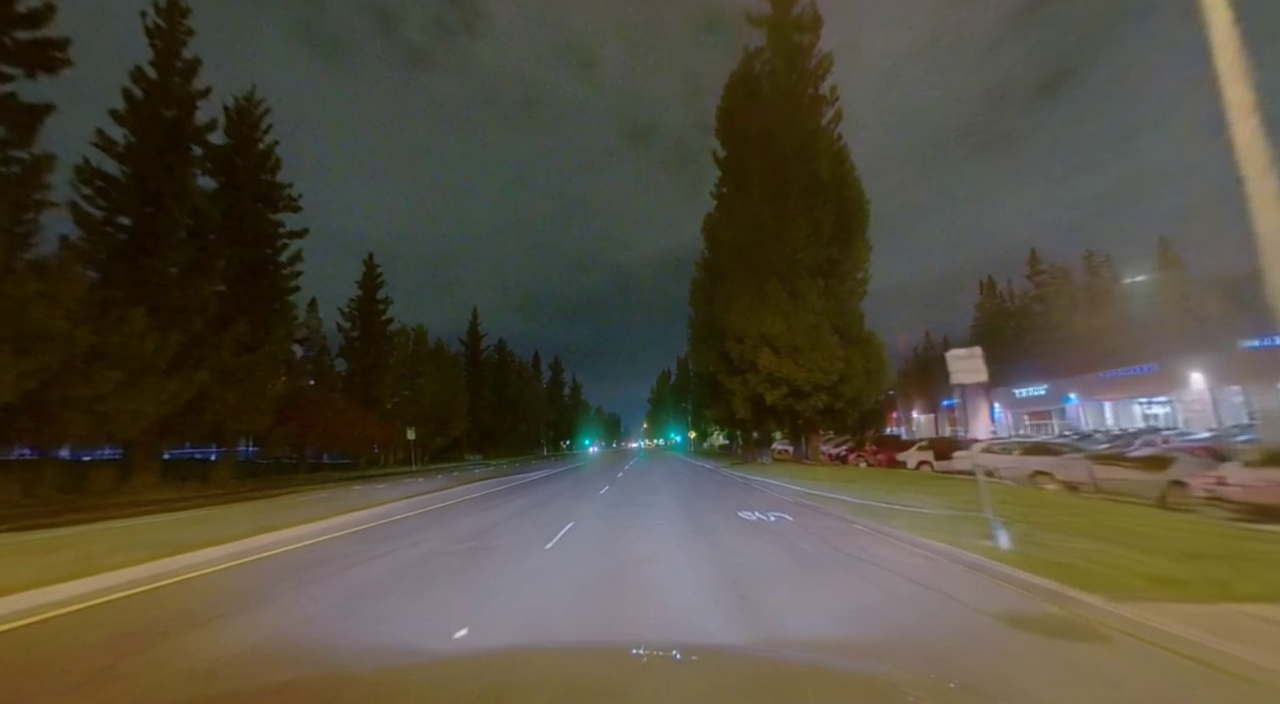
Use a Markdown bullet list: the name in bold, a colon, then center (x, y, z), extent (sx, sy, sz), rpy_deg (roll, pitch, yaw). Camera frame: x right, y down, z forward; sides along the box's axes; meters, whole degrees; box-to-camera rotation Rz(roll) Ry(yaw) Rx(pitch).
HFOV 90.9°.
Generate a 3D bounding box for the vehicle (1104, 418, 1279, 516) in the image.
- **vehicle**: center (11.171, 2.011, 11.008), extent (4.463, 1.540, 1.945), rpy_deg (0, -10, 3)
